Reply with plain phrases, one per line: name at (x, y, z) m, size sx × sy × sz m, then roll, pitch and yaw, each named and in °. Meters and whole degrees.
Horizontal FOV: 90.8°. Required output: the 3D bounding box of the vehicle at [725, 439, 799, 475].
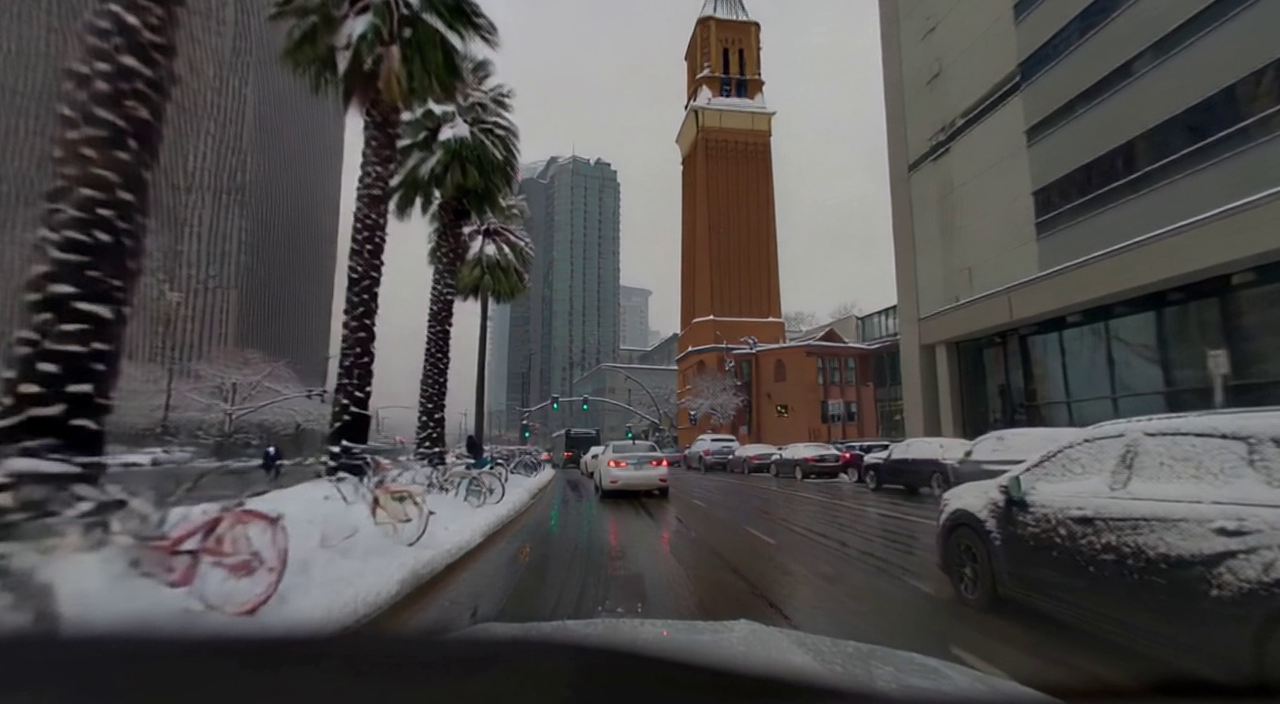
vehicle at (6.003, 5.252, 31.857) m, size 1.945 × 1.623 × 5.013 m, roll 1°, pitch -9°, yaw -10°

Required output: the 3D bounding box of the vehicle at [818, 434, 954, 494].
vehicle at (7.514, 3.471, 19.919) m, size 2.067 × 1.641 × 4.569 m, roll 1°, pitch -9°, yaw -5°

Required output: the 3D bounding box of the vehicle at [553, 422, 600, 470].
vehicle at (-4.216, 6.143, 41.312) m, size 2.400 × 2.872 × 6.053 m, roll 1°, pitch -9°, yaw -12°

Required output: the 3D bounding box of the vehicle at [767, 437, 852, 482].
vehicle at (6.881, 4.414, 26.200) m, size 1.860 × 1.684 × 4.211 m, roll 1°, pitch -9°, yaw -8°

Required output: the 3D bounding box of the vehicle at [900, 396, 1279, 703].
vehicle at (3.627, 1.083, 3.564) m, size 2.116 × 1.500 × 4.702 m, roll 0°, pitch -9°, yaw -3°

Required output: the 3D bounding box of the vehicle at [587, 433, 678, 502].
vehicle at (-0.324, 3.063, 17.131) m, size 2.111 × 1.605 × 3.832 m, roll 1°, pitch -9°, yaw -6°
